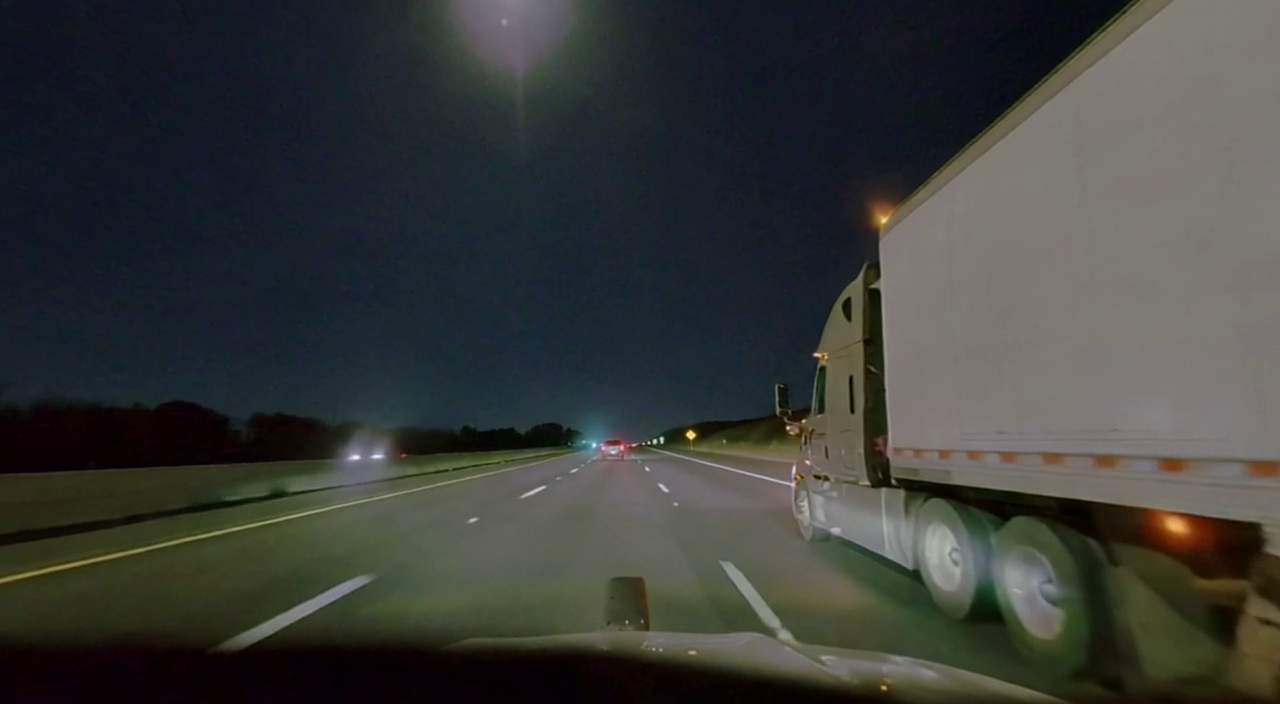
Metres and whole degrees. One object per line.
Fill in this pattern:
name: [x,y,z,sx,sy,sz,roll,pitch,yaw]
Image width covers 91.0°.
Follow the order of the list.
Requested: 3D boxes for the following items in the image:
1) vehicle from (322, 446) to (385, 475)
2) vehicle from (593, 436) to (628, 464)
vehicle: [-16.380,6.212,36.198,1.812,1.509,3.966,0,-8,-1]
vehicle: [-1.806,6.096,39.159,2.111,1.635,4.177,0,-8,-2]
